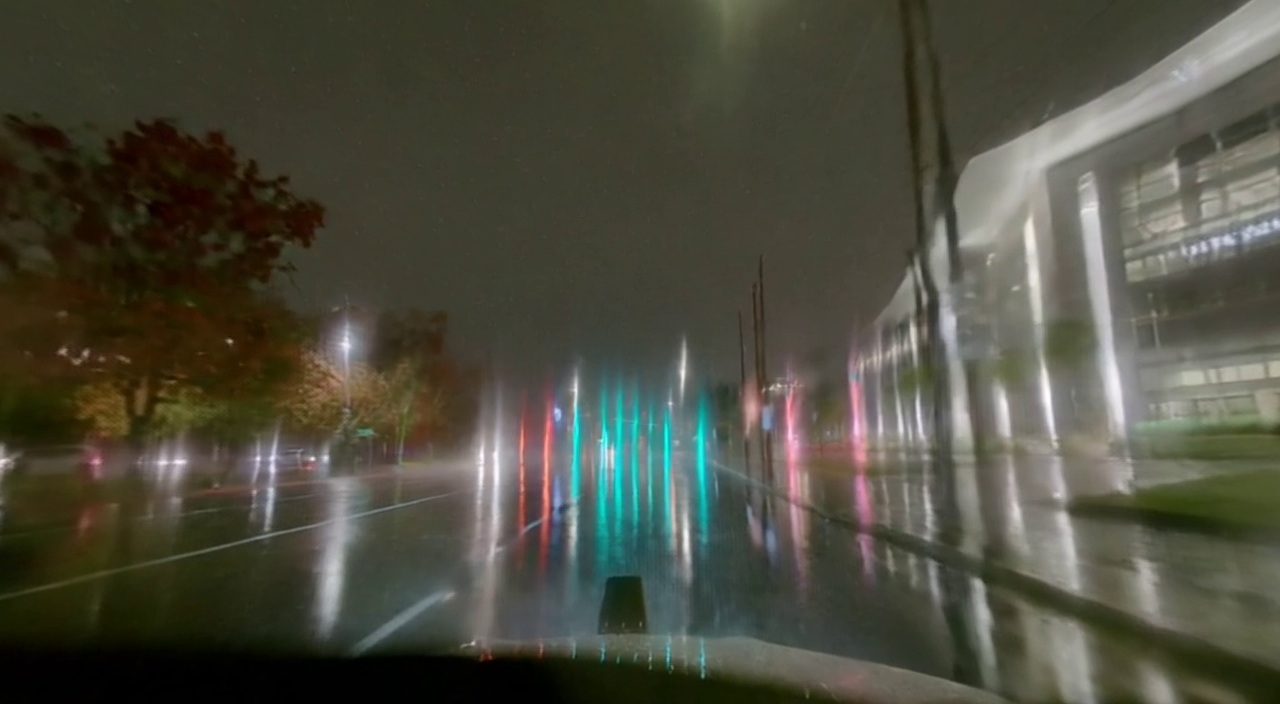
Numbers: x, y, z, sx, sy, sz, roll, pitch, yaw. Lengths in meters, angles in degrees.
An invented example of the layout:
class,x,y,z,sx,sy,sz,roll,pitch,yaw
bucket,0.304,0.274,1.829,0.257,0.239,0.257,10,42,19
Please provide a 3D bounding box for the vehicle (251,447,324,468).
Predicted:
class,x,y,z,sx,sy,sz,roll,pitch,yaw
vehicle,-28.019,8.382,49.970,4.692,1.576,1.864,0,-9,-1

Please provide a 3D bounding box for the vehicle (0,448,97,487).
class,x,y,z,sx,sy,sz,roll,pitch,yaw
vehicle,-27.786,5.164,28.305,4.816,1.655,1.928,0,-9,2
